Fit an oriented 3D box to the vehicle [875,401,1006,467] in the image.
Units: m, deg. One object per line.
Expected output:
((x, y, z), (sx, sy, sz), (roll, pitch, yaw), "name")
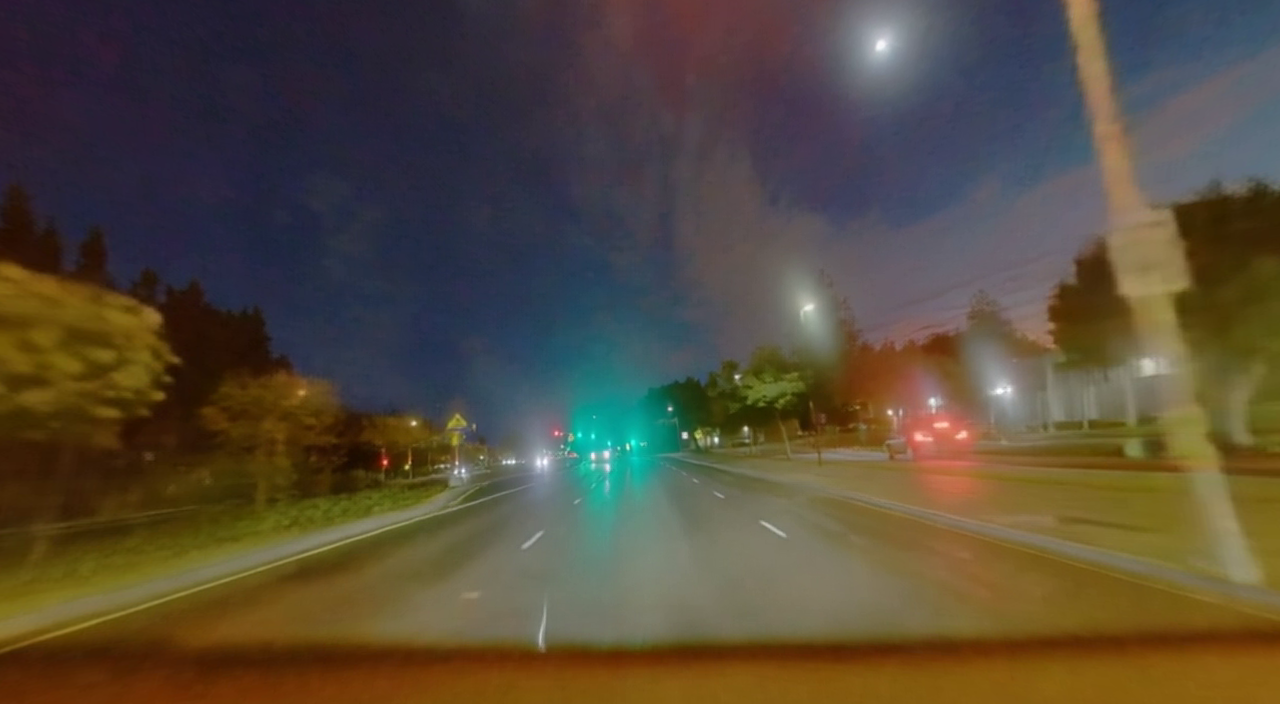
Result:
((10.576, 2.986, 22.596), (2.244, 1.866, 4.603), (-7, -9, 0), "vehicle")
